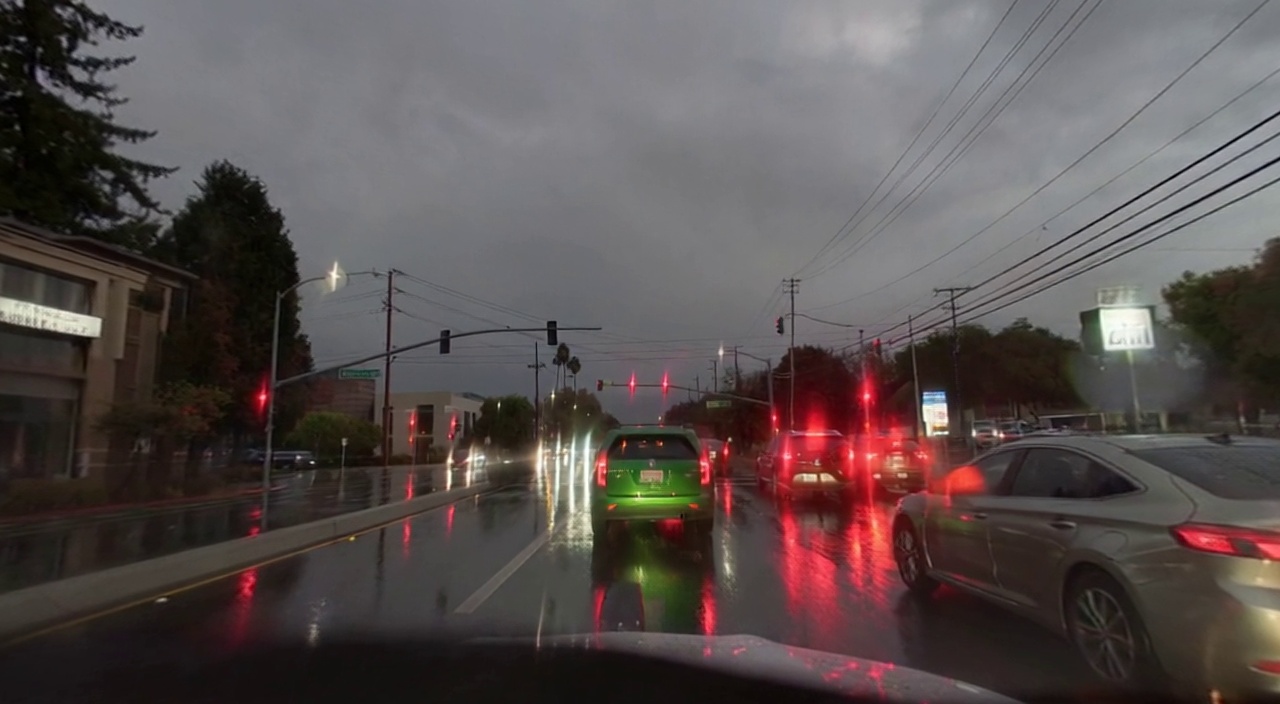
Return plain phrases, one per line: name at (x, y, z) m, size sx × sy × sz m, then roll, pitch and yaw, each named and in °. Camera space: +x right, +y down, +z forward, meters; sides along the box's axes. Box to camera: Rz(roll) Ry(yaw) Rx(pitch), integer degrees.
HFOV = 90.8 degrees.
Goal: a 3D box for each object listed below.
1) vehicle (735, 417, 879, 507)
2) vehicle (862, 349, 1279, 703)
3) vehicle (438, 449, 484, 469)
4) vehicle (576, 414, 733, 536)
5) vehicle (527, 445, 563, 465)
vehicle at (3.703, 2.564, 15.070) m, size 2.060 × 1.789 × 4.712 m, roll 0°, pitch -9°, yaw -1°
vehicle at (3.306, 1.101, 4.365) m, size 1.998 × 1.620 × 4.267 m, roll 0°, pitch -9°, yaw 1°
vehicle at (-13.534, 8.092, 48.010) m, size 2.045 × 1.453 × 4.624 m, roll 0°, pitch -9°, yaw 1°
vehicle at (0.195, 1.993, 10.753) m, size 2.149 × 1.668 × 3.962 m, roll 0°, pitch -9°, yaw 0°
vehicle at (-7.225, 7.851, 48.450) m, size 2.057 × 1.461 × 4.485 m, roll 0°, pitch -9°, yaw 1°
